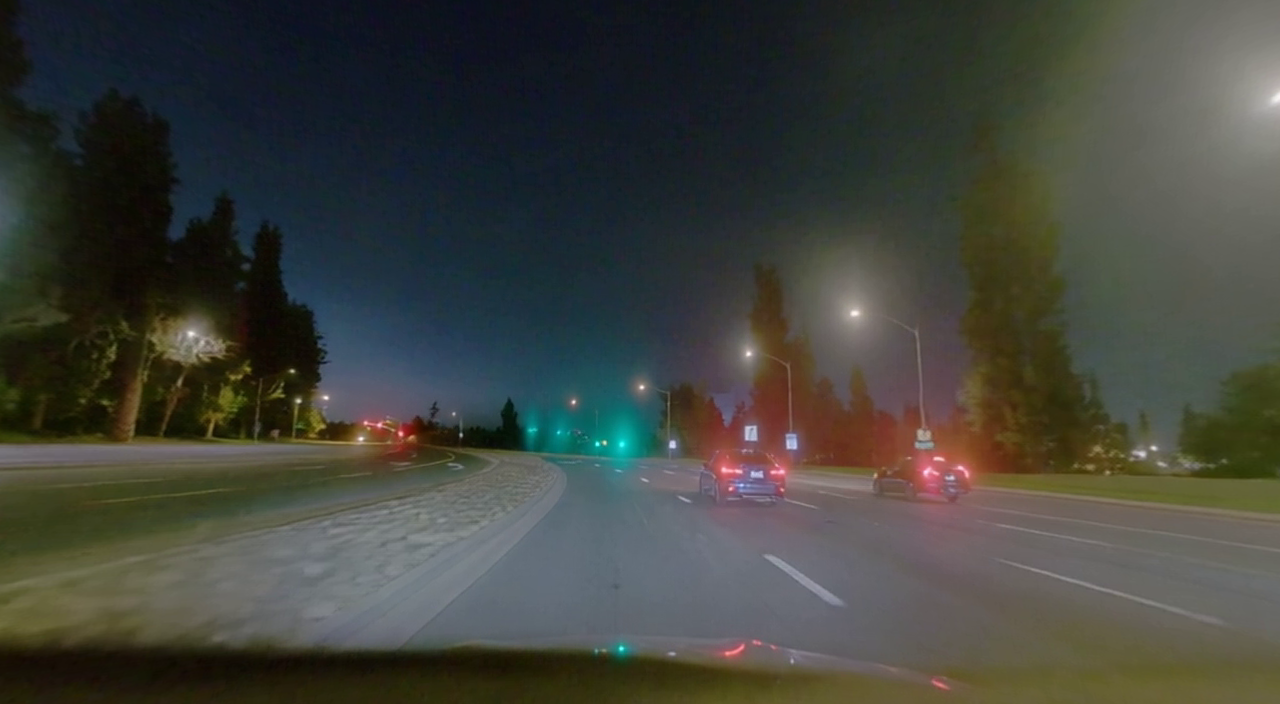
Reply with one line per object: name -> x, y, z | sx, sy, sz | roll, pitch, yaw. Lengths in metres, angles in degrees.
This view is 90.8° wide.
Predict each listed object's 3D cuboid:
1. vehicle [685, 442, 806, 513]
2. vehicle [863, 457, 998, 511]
vehicle -> 2.654, 3.290, 17.202 | 2.122, 1.646, 4.525 | 1, -9, -5
vehicle -> 9.347, 4.251, 20.877 | 1.940, 1.460, 4.652 | 1, -8, -5
